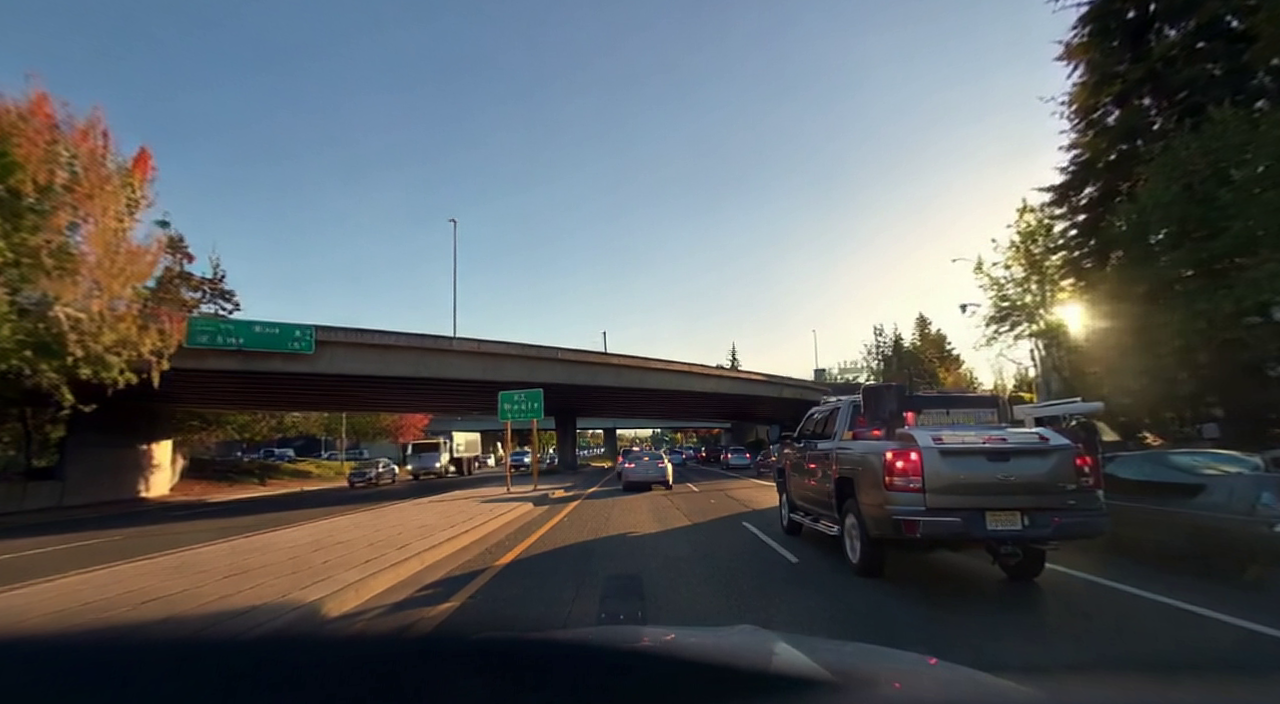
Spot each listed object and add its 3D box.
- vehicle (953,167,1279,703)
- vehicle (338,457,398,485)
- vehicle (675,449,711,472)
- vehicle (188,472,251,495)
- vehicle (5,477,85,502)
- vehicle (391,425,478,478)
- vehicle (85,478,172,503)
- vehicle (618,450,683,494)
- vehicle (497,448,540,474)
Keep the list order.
[{"bbox_3d":[3.360,0.509,1.611,2.588,2.321,4.927,0,-9,1],"label":"vehicle"},{"bbox_3d":[-19.225,8.431,44.890,2.091,1.771,4.727,0,-9,0],"label":"vehicle"},{"bbox_3d":[3.420,7.071,41.474,1.962,1.431,4.205,0,-9,0],"label":"vehicle"},{"bbox_3d":[-31.999,10.011,48.114,3.691,1.460,1.668,-4,-10,3],"label":"vehicle"},{"bbox_3d":[-45.191,10.444,48.043,4.067,1.637,1.836,-1,-10,-1],"label":"vehicle"},{"bbox_3d":[-15.772,7.782,49.696,3.206,3.617,10.684,0,-9,0],"label":"vehicle"},{"bbox_3d":[-32.656,8.863,40.397,3.907,1.435,1.765,0,-9,-2],"label":"vehicle"},{"bbox_3d":[0.328,4.008,21.473,2.027,1.341,3.775,0,-9,0],"label":"vehicle"},{"bbox_3d":[-8.773,7.882,46.060,2.165,1.764,4.671,0,-9,1],"label":"vehicle"}]
